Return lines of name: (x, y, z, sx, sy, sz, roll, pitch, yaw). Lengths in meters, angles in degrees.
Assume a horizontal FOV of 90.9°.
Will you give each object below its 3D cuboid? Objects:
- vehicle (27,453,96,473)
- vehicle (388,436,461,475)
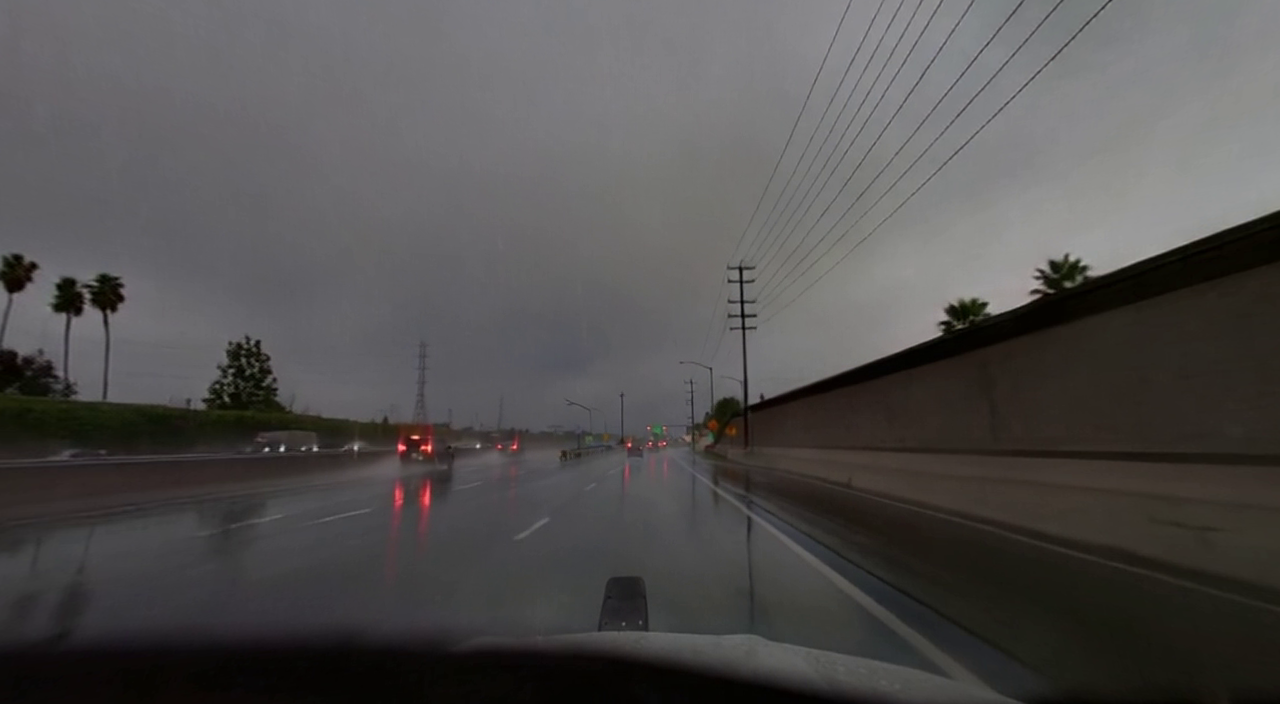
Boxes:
vehicle: (-44.011, 8.424, 48.091, 1.719, 1.408, 4.170, 1, -9, -8)
vehicle: (-9.526, 4.598, 28.222, 2.029, 1.609, 3.935, 1, -8, -3)
